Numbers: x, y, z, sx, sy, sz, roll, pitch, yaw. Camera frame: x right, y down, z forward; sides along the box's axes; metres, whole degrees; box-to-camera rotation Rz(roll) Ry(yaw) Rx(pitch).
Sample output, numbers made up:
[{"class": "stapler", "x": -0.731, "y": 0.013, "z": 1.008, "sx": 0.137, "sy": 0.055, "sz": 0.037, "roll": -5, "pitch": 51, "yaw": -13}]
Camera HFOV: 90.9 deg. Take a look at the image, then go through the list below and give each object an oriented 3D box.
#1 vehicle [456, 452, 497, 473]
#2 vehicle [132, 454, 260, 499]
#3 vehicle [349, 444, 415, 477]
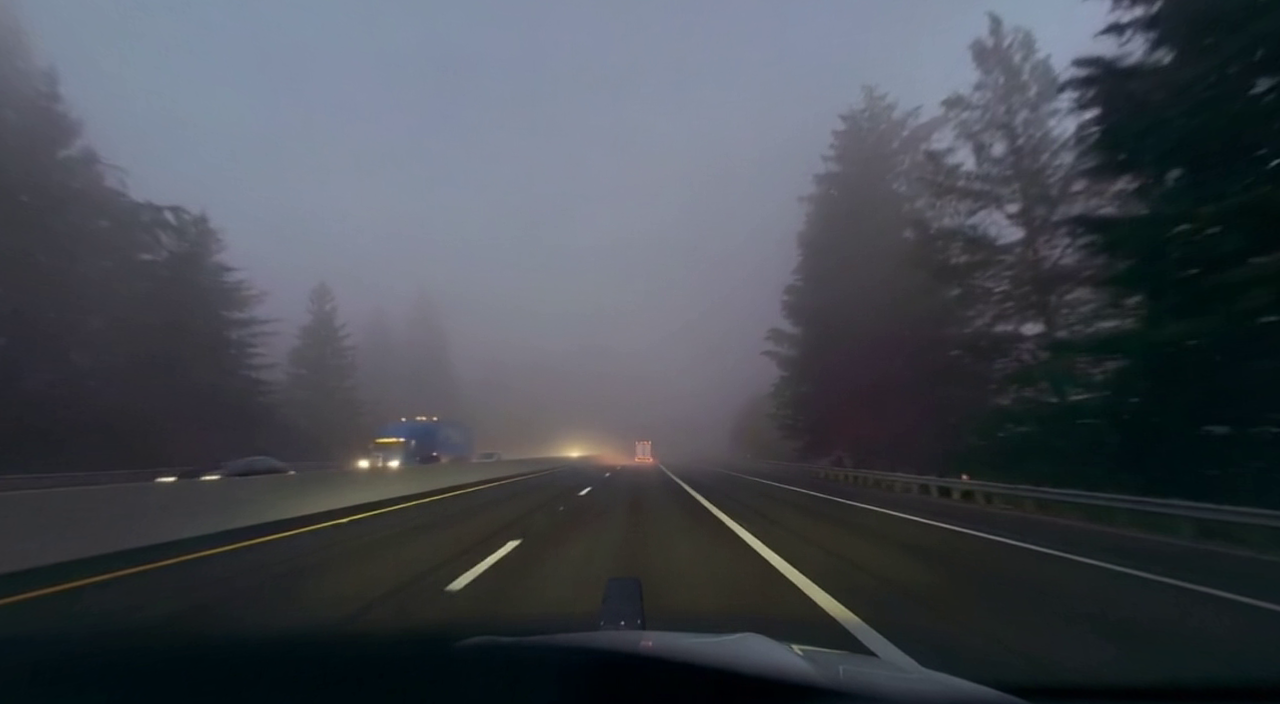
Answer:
[{"class": "vehicle", "x": -11.802, "y": 8.026, "z": 45.834, "sx": 1.858, "sy": 1.452, "sz": 4.016, "roll": 0, "pitch": -9, "yaw": 1}, {"class": "vehicle", "x": -15.849, "y": 4.443, "z": 22.764, "sx": 1.795, "sy": 1.442, "sz": 3.816, "roll": 0, "pitch": -9, "yaw": 0}, {"class": "vehicle", "x": -16.325, "y": 6.879, "z": 40.164, "sx": 2.111, "sy": 1.993, "sz": 4.812, "roll": 0, "pitch": -9, "yaw": 1}]
